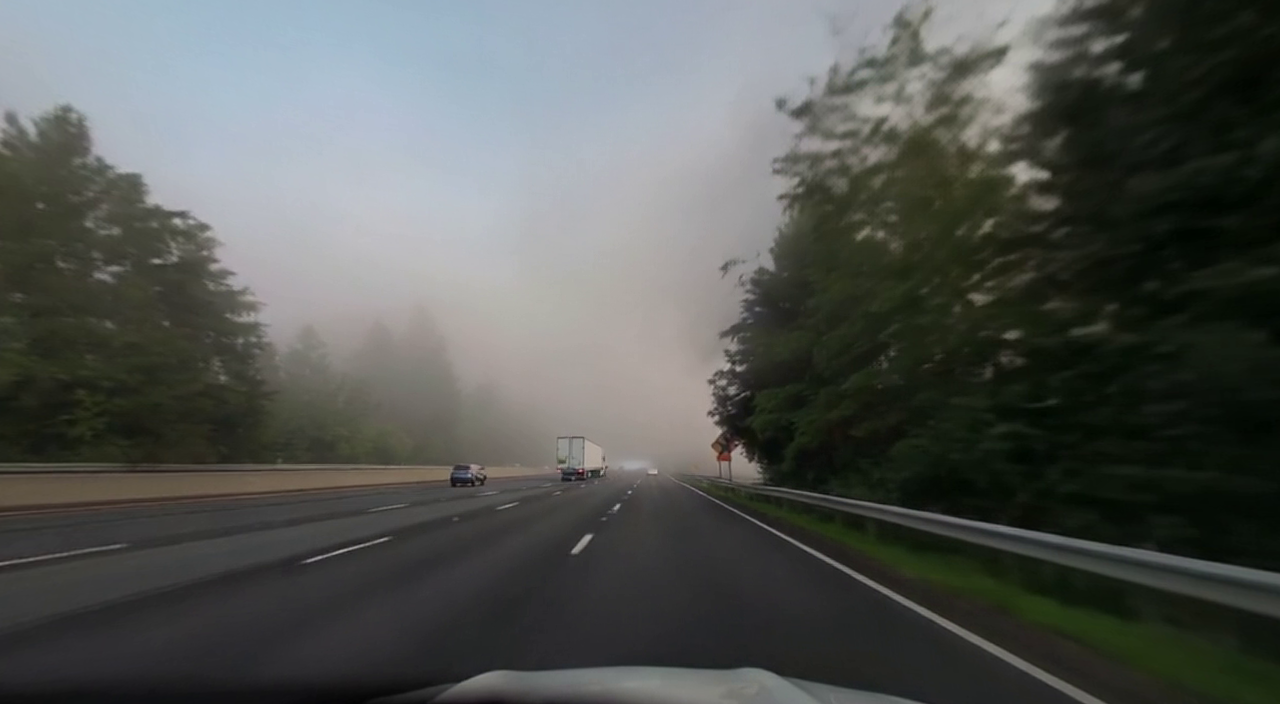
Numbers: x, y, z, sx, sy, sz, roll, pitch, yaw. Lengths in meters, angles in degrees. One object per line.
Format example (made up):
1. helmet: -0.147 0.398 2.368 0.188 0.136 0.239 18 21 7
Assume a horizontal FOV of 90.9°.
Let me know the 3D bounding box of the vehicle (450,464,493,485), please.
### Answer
1. vehicle: -12.208 8.916 45.870 1.745 1.430 4.252 0 -10 4
